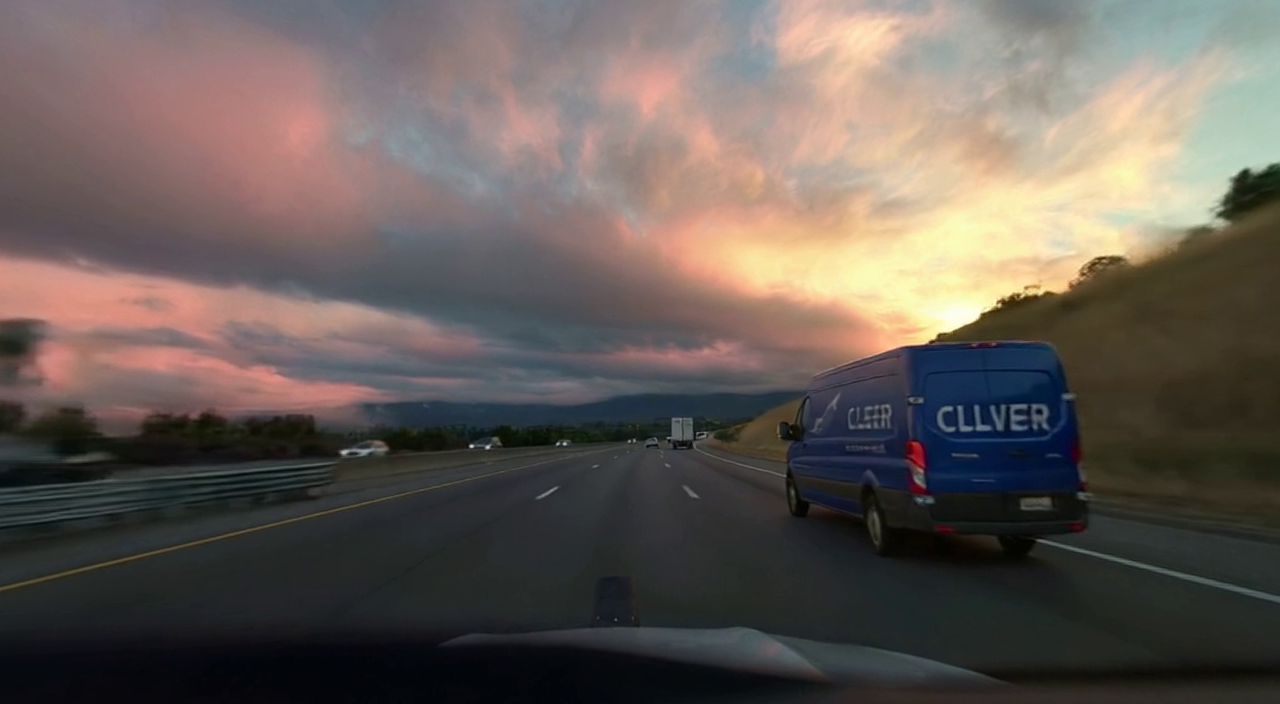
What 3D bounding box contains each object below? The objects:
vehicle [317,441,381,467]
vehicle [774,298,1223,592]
[{"bbox_3d":[-18.330,6.425,39.914,1.910,1.510,4.516,-1,-8,0],"label":"vehicle"},{"bbox_3d":[3.727,1.173,8.339,2.485,2.562,5.535,0,-8,-2],"label":"vehicle"}]
